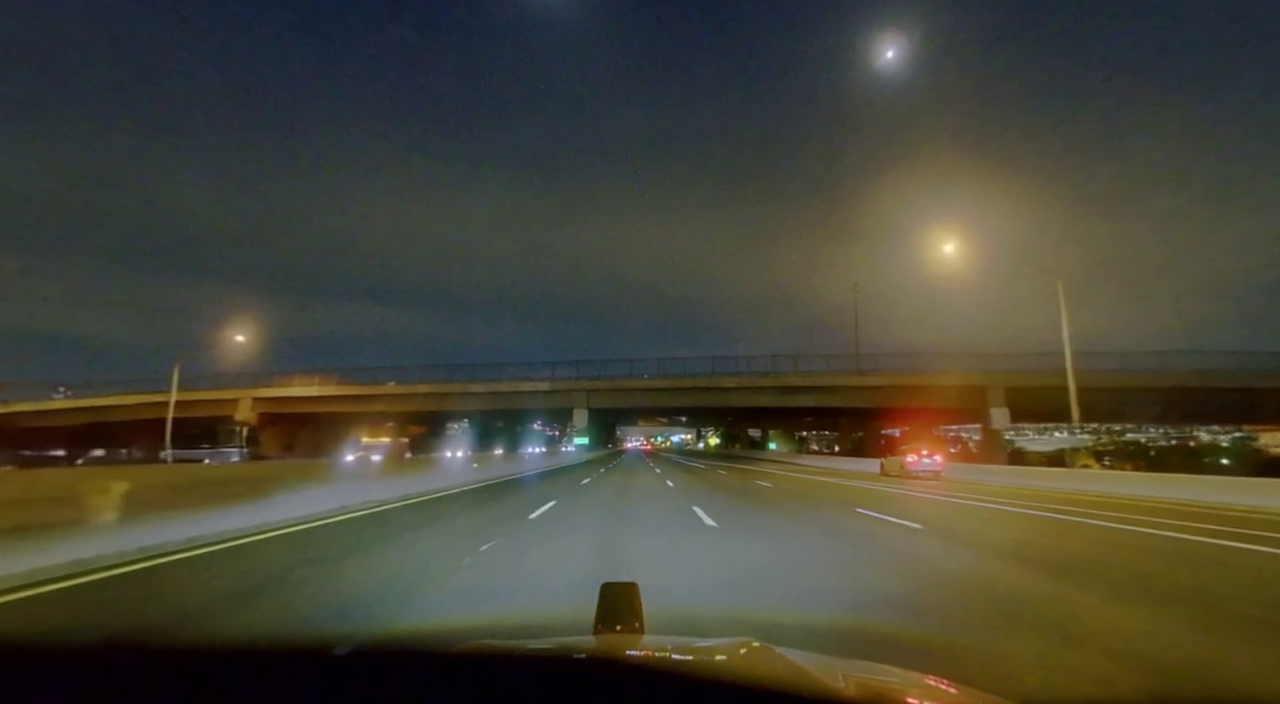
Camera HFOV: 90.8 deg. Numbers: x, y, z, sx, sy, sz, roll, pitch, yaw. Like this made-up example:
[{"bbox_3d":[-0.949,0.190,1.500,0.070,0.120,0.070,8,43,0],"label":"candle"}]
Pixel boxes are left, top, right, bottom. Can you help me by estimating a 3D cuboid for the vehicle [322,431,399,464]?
[{"bbox_3d":[-17.434,6.011,39.751,2.233,1.914,5.676,0,-9,0],"label":"vehicle"}]
